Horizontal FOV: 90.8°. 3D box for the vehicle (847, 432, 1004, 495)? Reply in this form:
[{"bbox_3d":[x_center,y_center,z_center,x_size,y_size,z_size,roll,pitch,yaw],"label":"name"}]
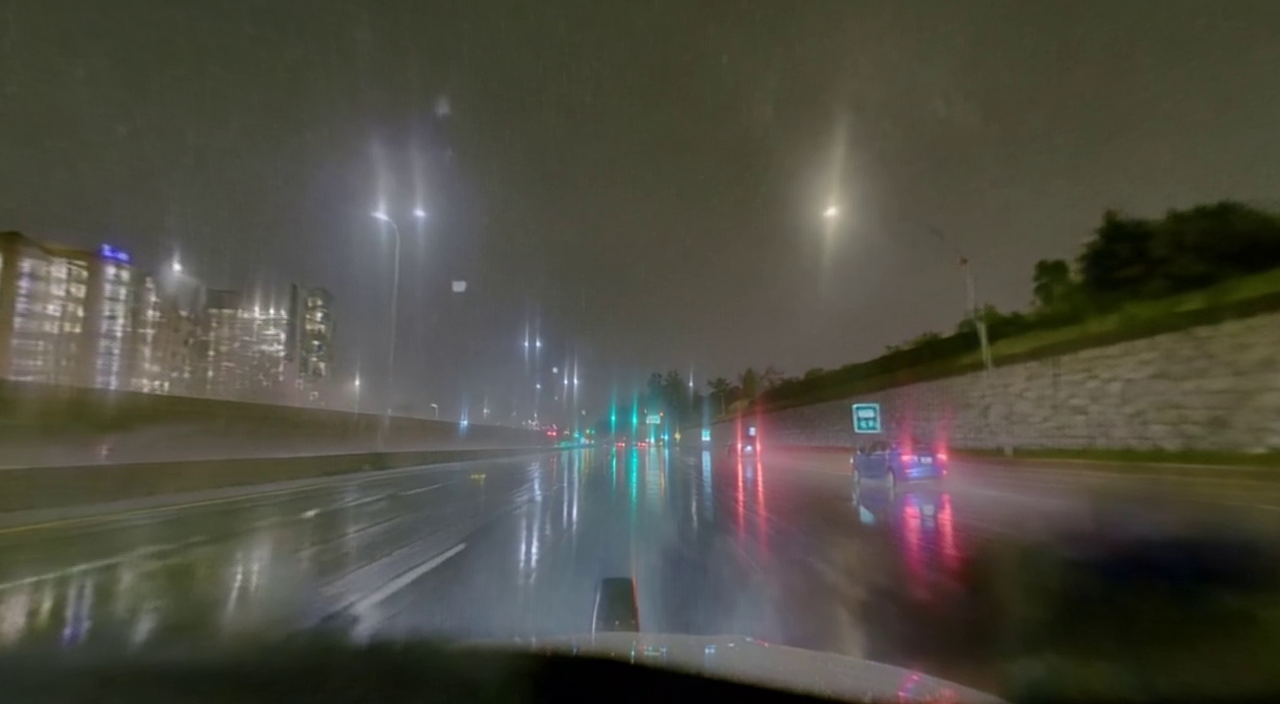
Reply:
[{"bbox_3d":[8.421,3.331,19.325,2.165,1.636,5.175,0,-8,-3],"label":"vehicle"}]
